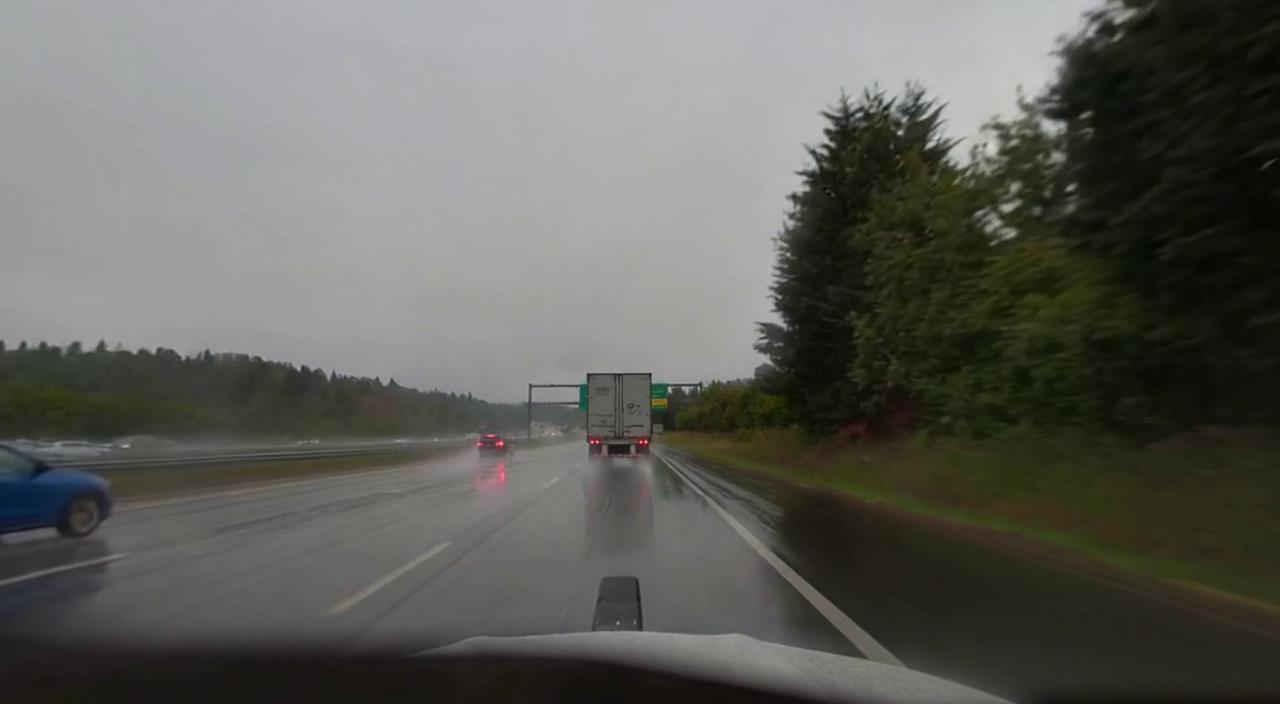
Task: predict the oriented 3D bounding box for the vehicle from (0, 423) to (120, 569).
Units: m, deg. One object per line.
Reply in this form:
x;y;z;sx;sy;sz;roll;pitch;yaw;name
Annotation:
-7.474;1.413;5.990;1.856;1.479;3.710;0;-8;-1;vehicle

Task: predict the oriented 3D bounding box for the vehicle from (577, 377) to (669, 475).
-0.733;3.455;28.314;3.033;3.223;14.836;1;-8;-1;vehicle

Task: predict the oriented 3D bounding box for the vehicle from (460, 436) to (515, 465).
-8.085;5.229;33.736;1.949;1.437;4.296;0;-8;-1;vehicle
